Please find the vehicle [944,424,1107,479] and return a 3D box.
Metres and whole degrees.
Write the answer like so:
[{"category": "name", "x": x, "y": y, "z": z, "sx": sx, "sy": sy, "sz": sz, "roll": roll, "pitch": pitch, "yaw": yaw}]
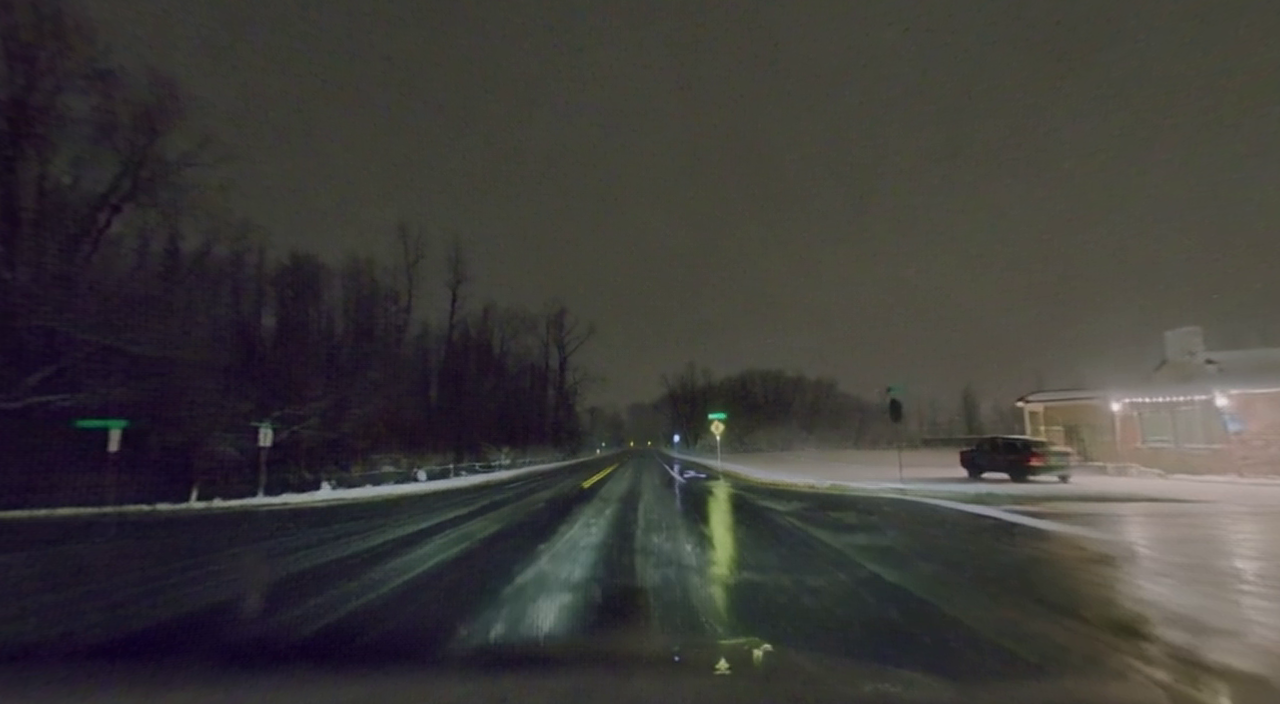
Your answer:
[{"category": "vehicle", "x": 14.333, "y": 3.726, "z": 23.852, "sx": 2.037, "sy": 1.829, "sz": 4.919, "roll": 3, "pitch": -9, "yaw": -21}]
